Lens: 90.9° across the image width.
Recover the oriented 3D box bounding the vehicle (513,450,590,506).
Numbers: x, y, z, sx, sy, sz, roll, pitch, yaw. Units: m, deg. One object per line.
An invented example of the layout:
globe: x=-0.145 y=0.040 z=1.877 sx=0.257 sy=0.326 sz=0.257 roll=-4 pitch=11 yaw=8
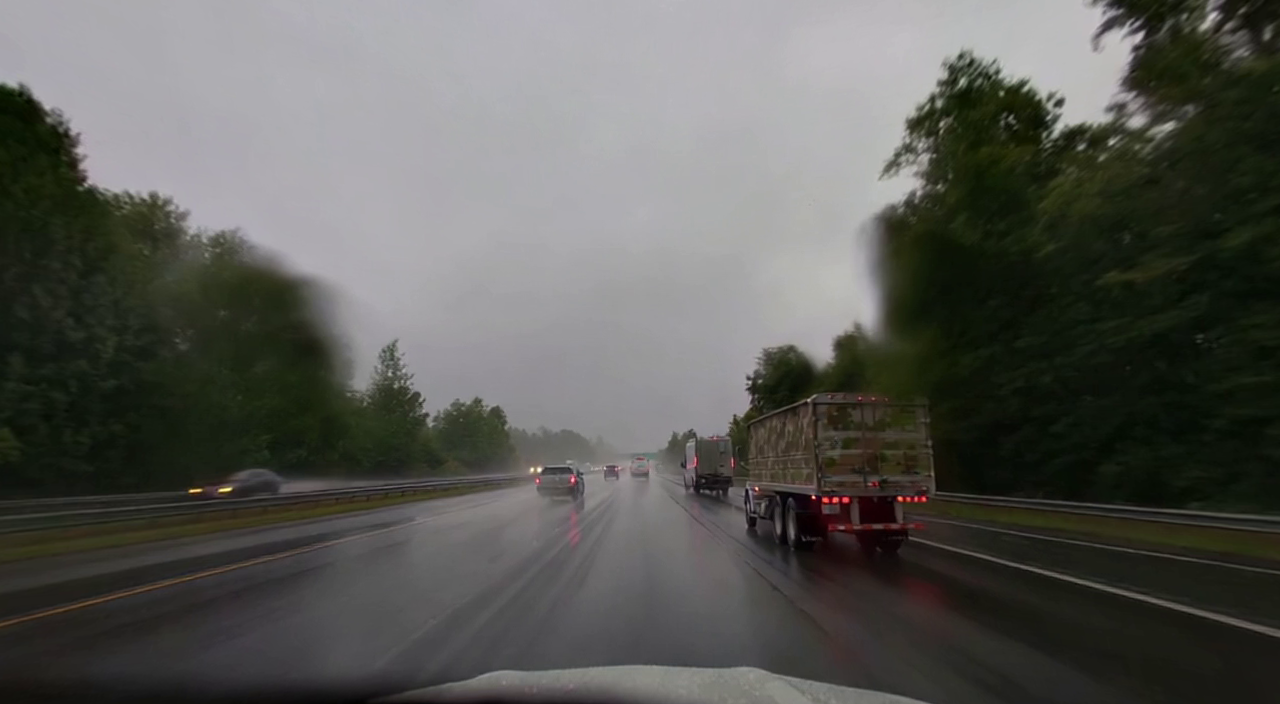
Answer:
vehicle: x=-3.264 y=4.808 z=24.230 sx=2.204 sy=1.852 sz=4.661 roll=1 pitch=-10 yaw=1

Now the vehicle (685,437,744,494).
vehicle: x=4.148 y=6.512 z=36.098 sx=2.703 sy=2.988 sz=5.097 roll=1 pitch=-10 yaw=0
